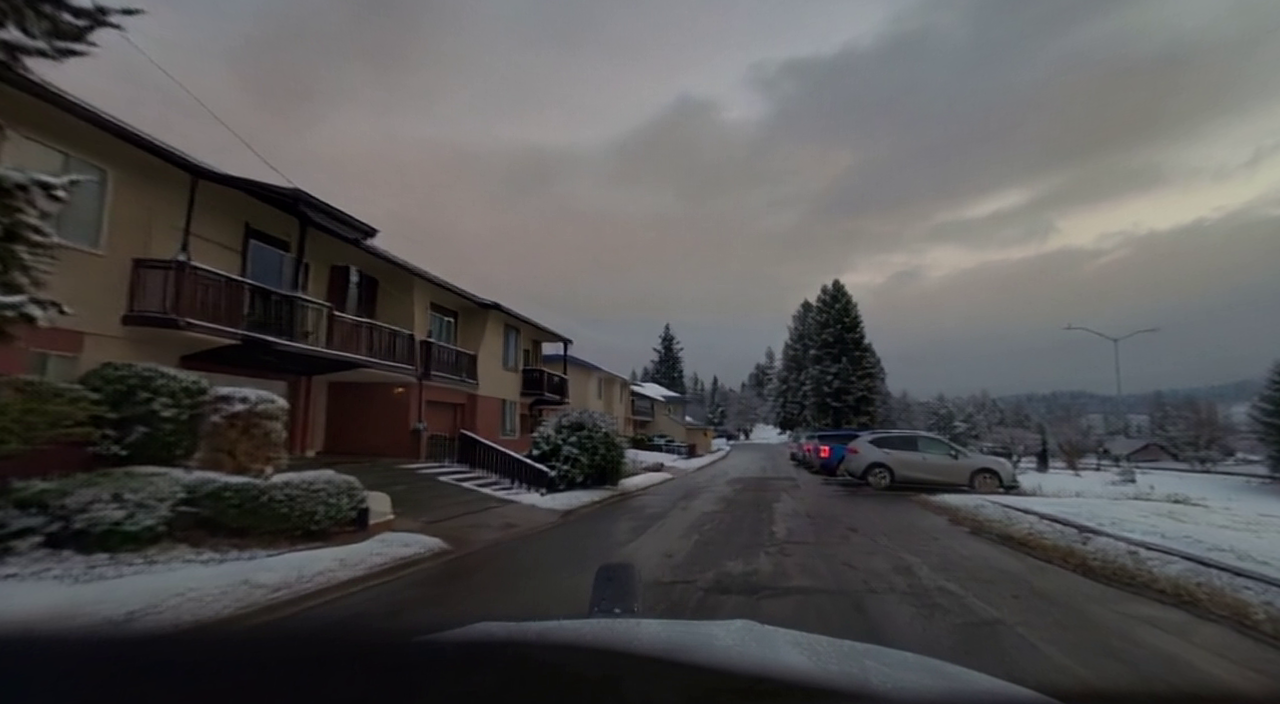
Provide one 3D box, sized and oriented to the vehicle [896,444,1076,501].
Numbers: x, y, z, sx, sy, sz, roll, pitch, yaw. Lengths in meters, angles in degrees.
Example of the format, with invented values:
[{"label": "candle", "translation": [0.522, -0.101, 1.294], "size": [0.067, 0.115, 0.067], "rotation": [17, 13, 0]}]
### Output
[{"label": "vehicle", "translation": [9.739, 3.418, 18.210], "size": [4.195, 1.446, 1.979], "rotation": [-2, -10, 18]}]
